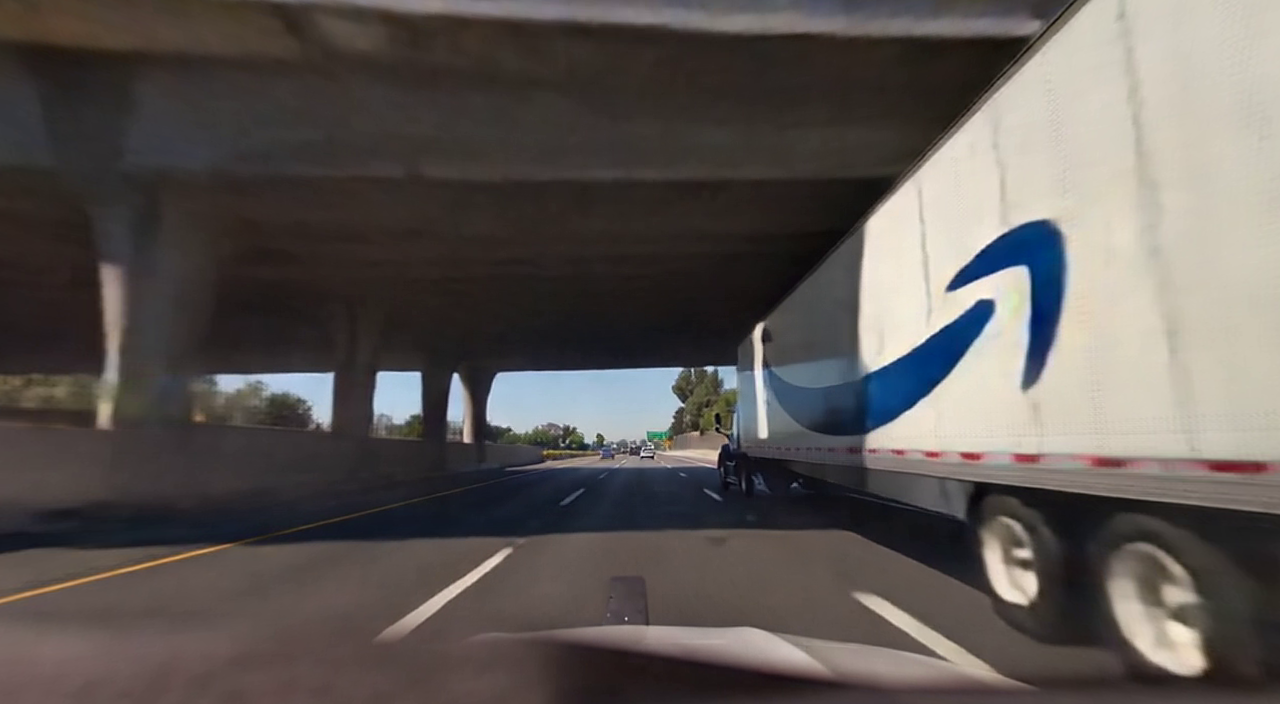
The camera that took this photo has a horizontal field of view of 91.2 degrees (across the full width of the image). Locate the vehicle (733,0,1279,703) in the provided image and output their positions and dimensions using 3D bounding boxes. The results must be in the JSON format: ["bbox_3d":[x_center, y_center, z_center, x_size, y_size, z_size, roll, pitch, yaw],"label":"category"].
[{"bbox_3d":[4.091,0.622,8.774,2.928,4.021,17.190,0,-8,0],"label":"vehicle"}]
